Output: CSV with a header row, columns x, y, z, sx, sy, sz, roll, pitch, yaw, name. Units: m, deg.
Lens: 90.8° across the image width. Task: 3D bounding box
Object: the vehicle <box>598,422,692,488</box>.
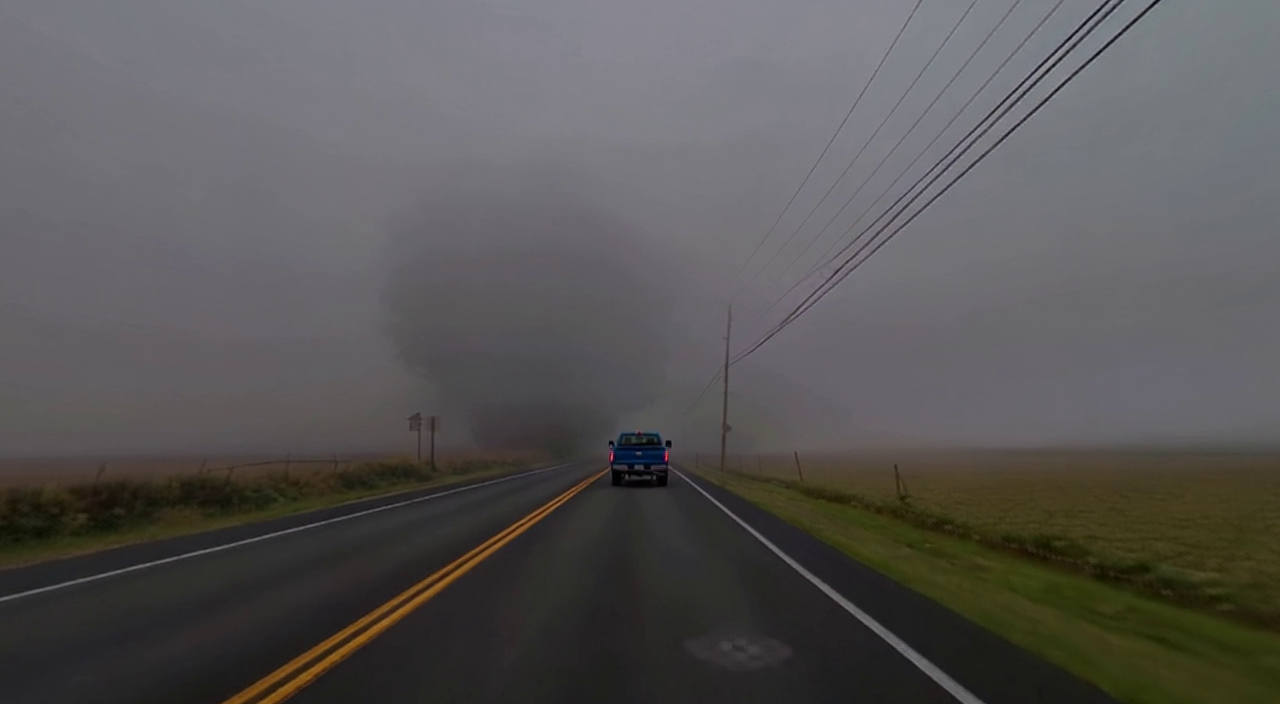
x,y,z,sx,sy,sz,roll,pitch,yaw,name
0.108,3.742,23.344,2.921,2.031,7.416,0,-8,-1,vehicle
